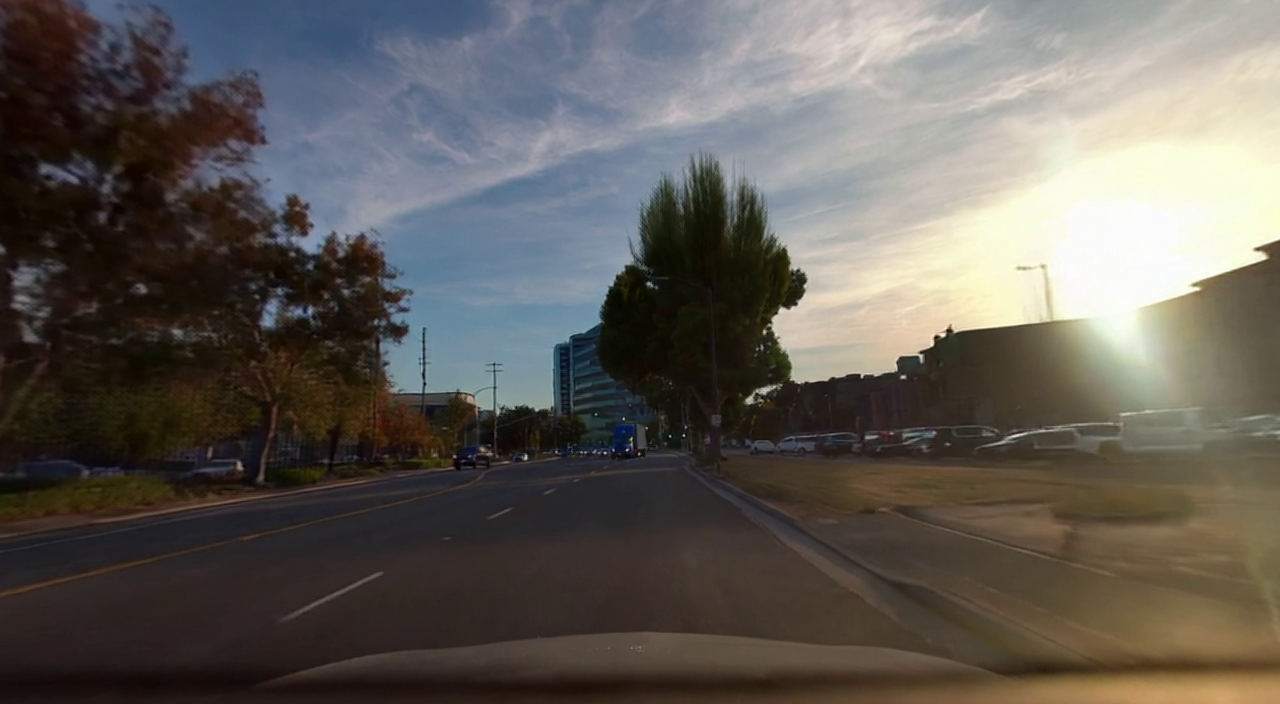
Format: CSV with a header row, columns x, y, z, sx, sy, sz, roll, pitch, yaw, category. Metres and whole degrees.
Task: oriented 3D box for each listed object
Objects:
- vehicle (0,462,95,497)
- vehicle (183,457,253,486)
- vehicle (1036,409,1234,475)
x,y,z,sx,sy,sz,roll,pitch,yaw,category
-29.015,6.166,30.735,1.587,1.496,3.490,0,-9,3,vehicle
-30.068,8.499,45.047,1.967,1.877,4.256,0,-9,0,vehicle
16.336,2.988,20.953,5.051,2.038,2.142,1,-9,-9,vehicle
